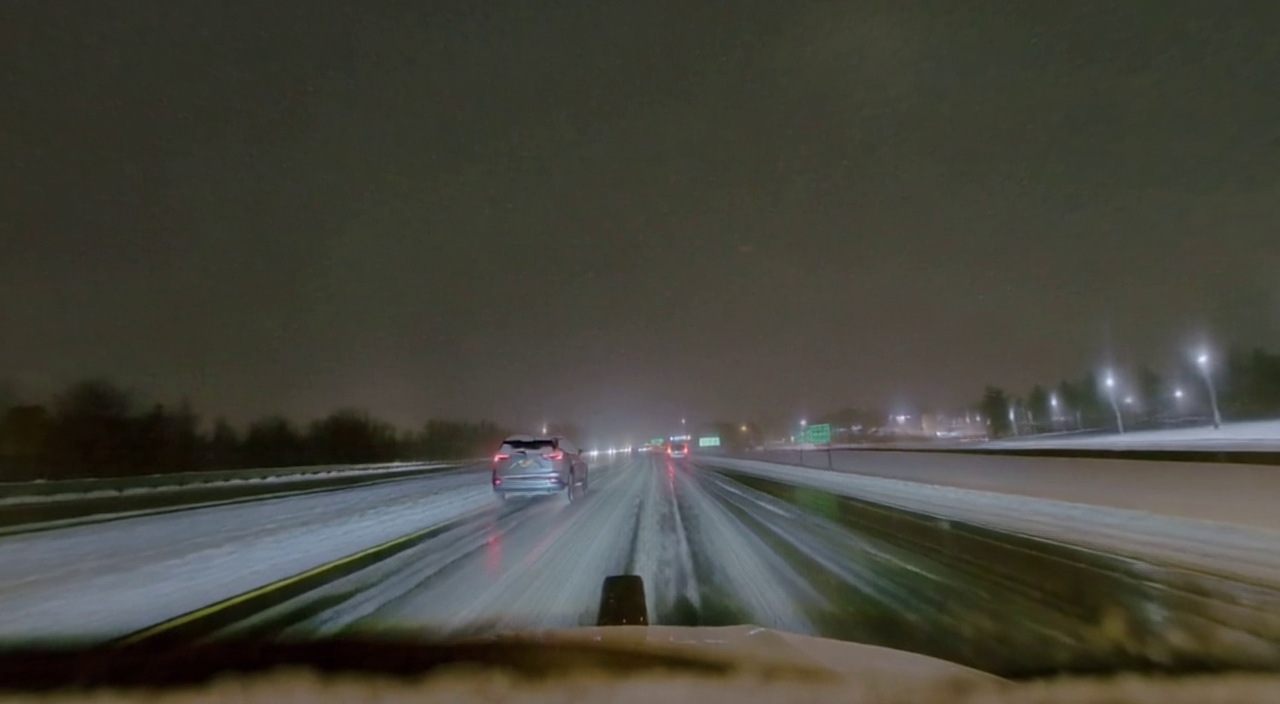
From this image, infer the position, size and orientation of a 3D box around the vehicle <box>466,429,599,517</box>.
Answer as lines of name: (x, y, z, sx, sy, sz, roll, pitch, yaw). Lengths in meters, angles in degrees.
vehicle: (-2.267, 2.721, 14.711, 2.143, 1.693, 4.513, -1, -8, 2)

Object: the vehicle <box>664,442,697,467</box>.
vehicle: (2.825, 7.229, 44.659, 2.073, 1.621, 3.993, -1, -8, 1)
